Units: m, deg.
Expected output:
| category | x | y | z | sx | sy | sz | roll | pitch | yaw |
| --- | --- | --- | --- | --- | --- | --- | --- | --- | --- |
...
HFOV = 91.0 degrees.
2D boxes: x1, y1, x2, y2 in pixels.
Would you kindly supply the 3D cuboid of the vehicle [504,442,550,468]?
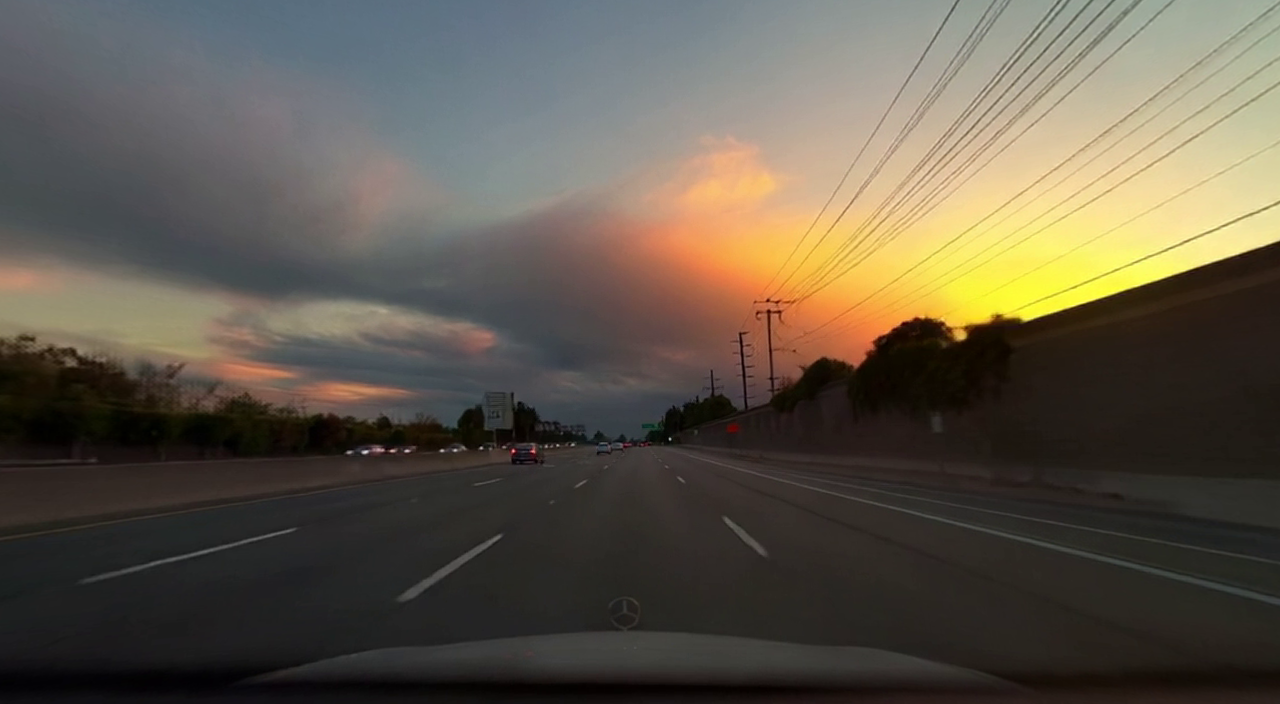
| category | x | y | z | sx | sy | sz | roll | pitch | yaw |
| --- | --- | --- | --- | --- | --- | --- | --- | --- | --- |
| vehicle | -7.260 | 6.678 | 40.915 | 2.034 | 1.563 | 4.476 | 0 | -9 | 1 |
